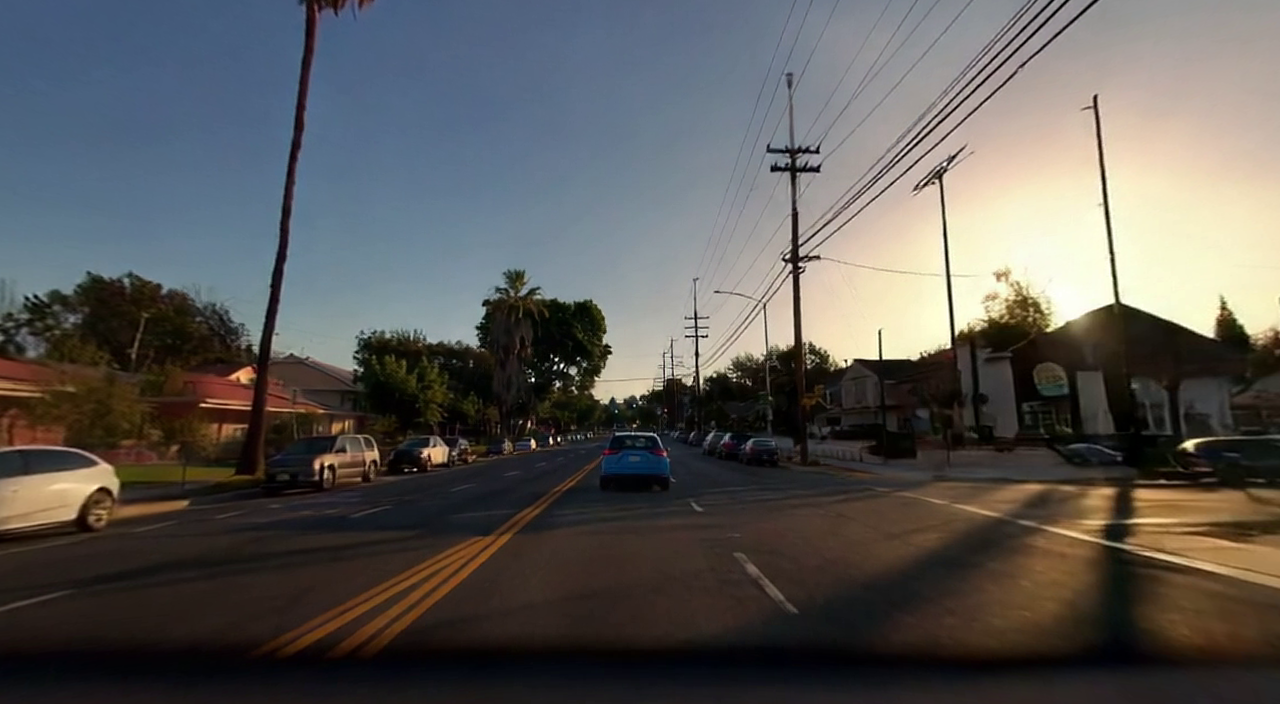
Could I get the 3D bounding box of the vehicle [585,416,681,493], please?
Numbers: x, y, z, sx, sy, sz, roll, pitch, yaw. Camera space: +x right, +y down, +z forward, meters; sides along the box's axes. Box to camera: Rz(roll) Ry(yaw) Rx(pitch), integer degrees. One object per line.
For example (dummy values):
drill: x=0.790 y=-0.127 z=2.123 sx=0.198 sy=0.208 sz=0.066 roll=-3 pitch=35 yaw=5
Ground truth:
vehicle: x=-0.218 y=2.770 z=17.249 sx=2.264 sy=1.798 sz=4.563 roll=0 pitch=-8 yaw=-1

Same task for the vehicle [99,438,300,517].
vehicle: x=-10.066 y=2.864 z=14.857 sx=1.812 sy=1.578 sz=4.037 roll=0 pitch=-8 yaw=0

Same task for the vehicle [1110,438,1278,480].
vehicle: x=20.795 y=4.015 z=23.761 sx=4.488 sy=1.470 sz=1.994 roll=0 pitch=-9 yaw=-2

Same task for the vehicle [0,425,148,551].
vehicle: x=-10.155 y=2.007 z=9.236 sx=1.992 sy=1.744 sz=4.896 roll=-1 pitch=-6 yaw=-1

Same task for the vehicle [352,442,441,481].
vehicle: x=-9.929 y=4.477 z=26.074 sx=1.909 sy=1.468 sz=4.504 roll=0 pitch=-8 yaw=-1

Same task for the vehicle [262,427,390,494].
vehicle: x=-10.000 y=3.468 z=20.458 sx=1.958 sy=1.937 sz=4.114 roll=0 pitch=-8 yaw=1

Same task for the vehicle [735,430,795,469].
vehicle: x=6.073 y=4.805 z=31.057 sx=2.005 sy=1.775 sz=4.324 roll=0 pitch=-8 yaw=0

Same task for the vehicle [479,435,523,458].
vehicle: x=-10.187 y=6.972 z=46.475 sx=2.118 sy=1.640 sz=4.406 roll=0 pitch=-8 yaw=1
